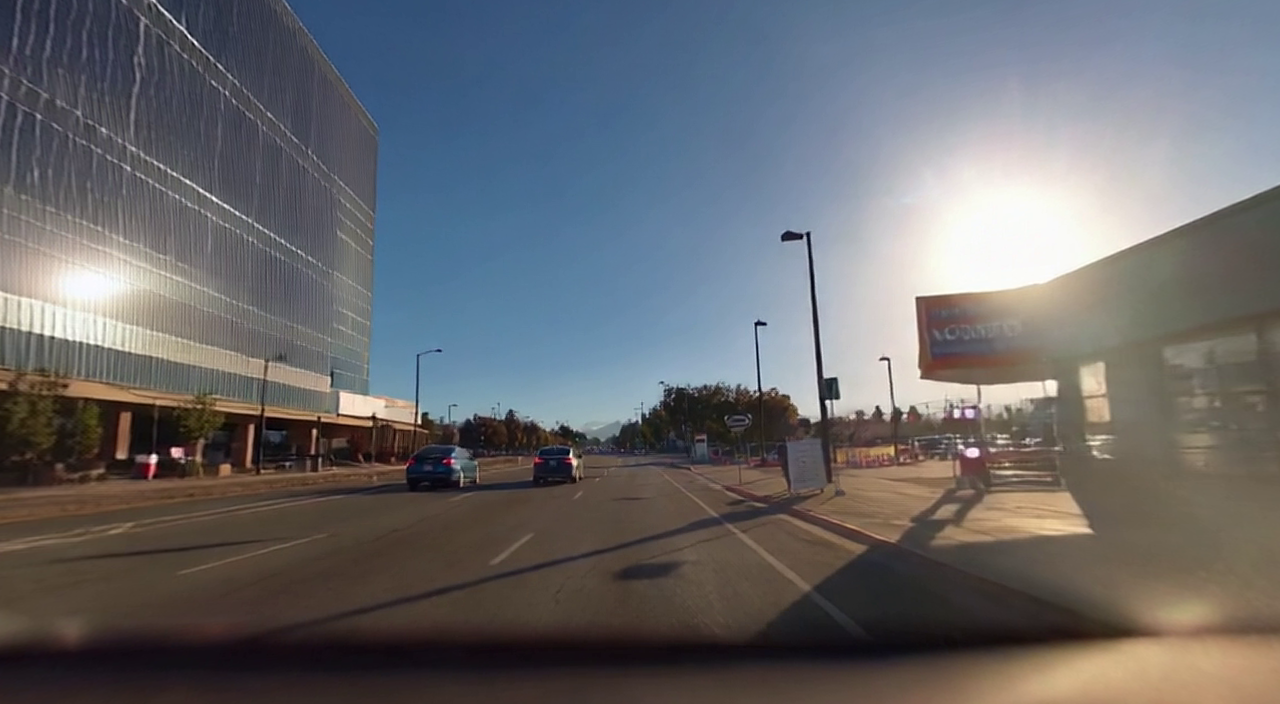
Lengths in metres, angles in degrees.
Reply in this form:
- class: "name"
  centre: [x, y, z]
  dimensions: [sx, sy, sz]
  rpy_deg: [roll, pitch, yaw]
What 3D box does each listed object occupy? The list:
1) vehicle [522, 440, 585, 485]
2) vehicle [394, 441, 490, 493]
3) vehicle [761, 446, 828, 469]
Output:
- class: "vehicle"
  centre: [-3.552, 4.629, 26.701]
  dimensions: [2.052, 1.729, 4.195]
  rpy_deg: [0, -9, 0]
- class: "vehicle"
  centre: [-6.829, 4.002, 22.344]
  dimensions: [1.909, 1.605, 4.561]
  rpy_deg: [0, -9, 0]
- class: "vehicle"
  centre: [11.172, 7.665, 45.948]
  dimensions: [4.513, 1.541, 1.948]
  rpy_deg: [-1, -9, 5]
